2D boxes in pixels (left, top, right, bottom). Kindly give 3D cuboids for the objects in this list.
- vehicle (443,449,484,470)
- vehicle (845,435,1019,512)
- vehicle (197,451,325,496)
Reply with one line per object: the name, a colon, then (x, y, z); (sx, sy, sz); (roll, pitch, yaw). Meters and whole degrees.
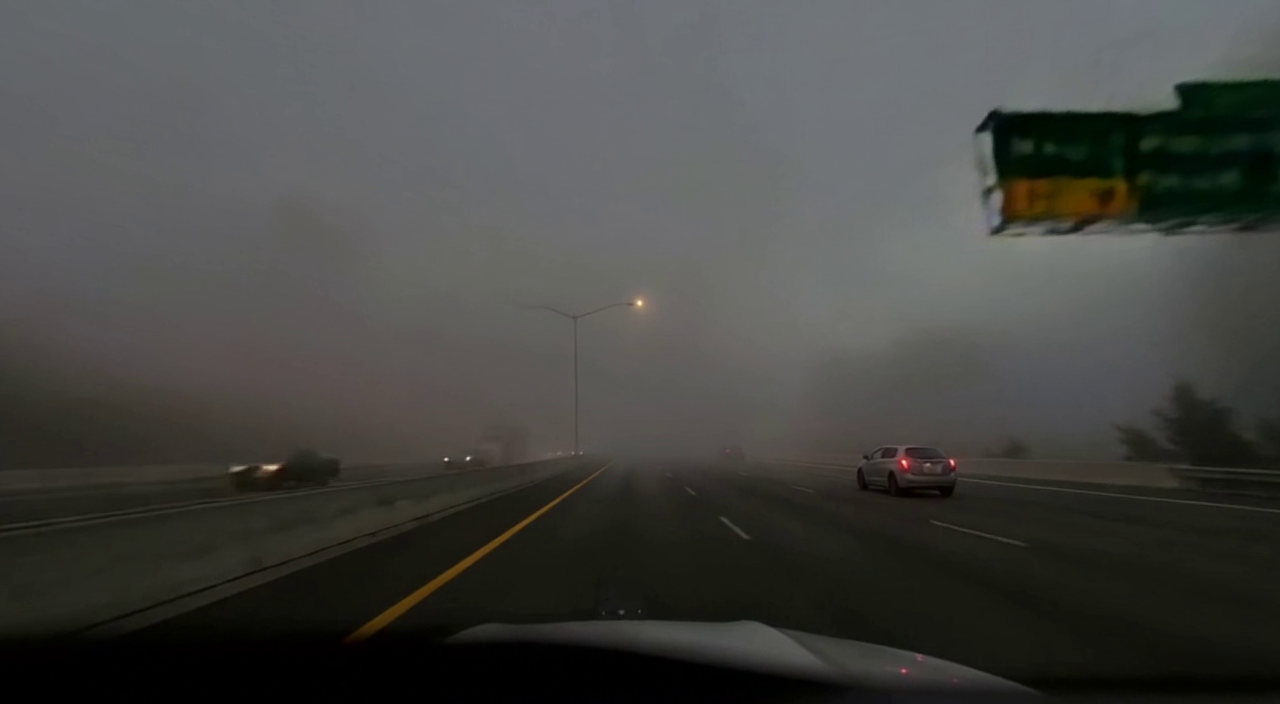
vehicle: (-13.818, 8.397, 49.661); (1.911, 1.500, 4.555); (0, -9, 0)
vehicle: (6.774, 2.846, 15.362); (1.901, 1.548, 4.684); (0, -9, -1)
vehicle: (-14.112, 4.517, 23.894); (1.967, 1.473, 4.635); (0, -9, 0)
